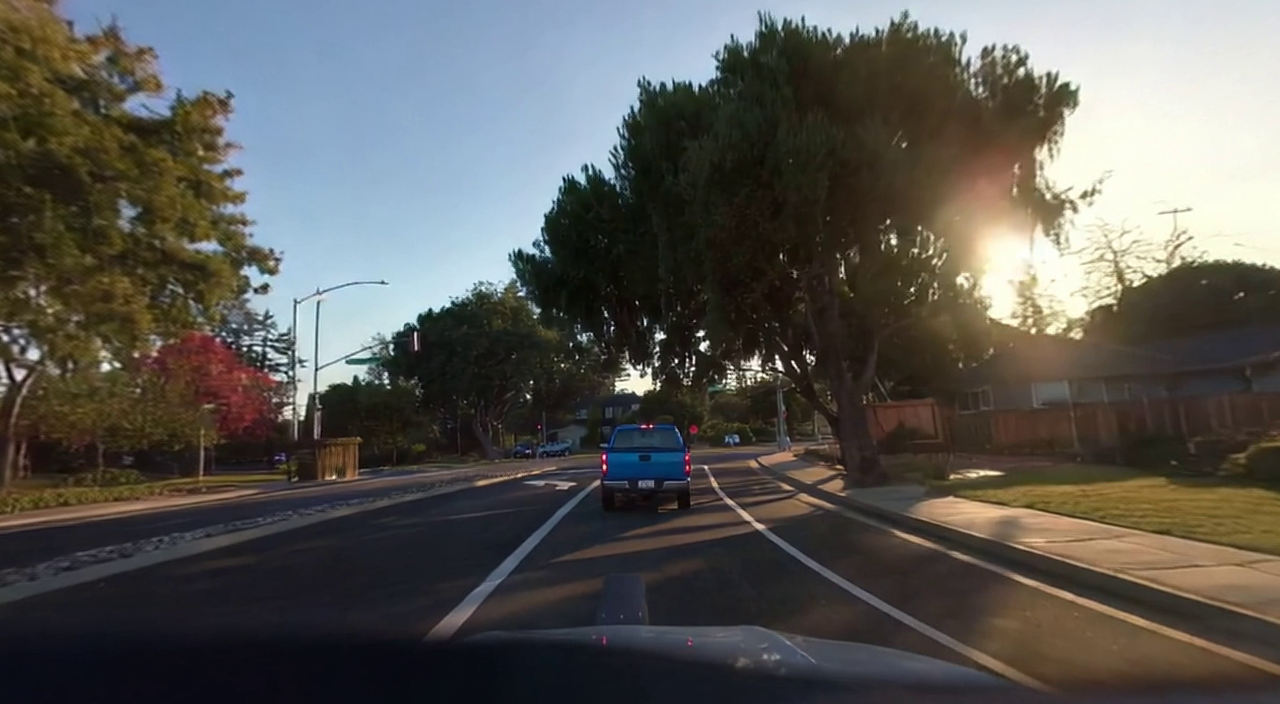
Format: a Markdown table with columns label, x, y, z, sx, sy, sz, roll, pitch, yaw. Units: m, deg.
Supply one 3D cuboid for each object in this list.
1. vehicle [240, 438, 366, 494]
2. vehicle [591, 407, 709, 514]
| label | x | y | z | sx | sy | sz | roll | pitch | yaw |
| --- | --- | --- | --- | --- | --- | --- | --- | --- | --- |
| vehicle | -12.971 | 4.379 | 24.779 | 2.053 | 1.822 | 4.852 | -2 | -7 | 4 |
| vehicle | 0.240 | 2.341 | 14.002 | 2.153 | 1.942 | 4.767 | 0 | -9 | 2 |
